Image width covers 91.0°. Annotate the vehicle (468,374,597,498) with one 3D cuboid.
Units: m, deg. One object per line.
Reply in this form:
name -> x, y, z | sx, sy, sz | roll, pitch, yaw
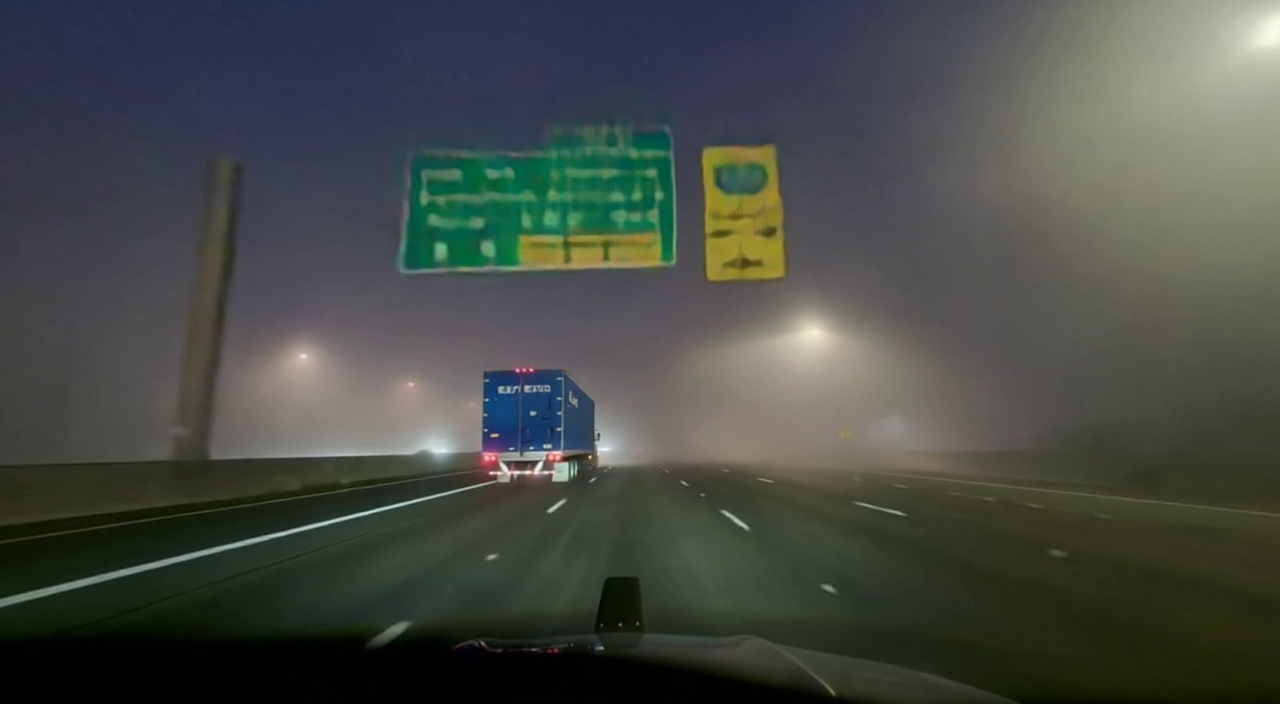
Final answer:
vehicle -> -3.278, 2.977, 21.810 | 2.922, 3.458, 8.360 | 0, -9, 0
